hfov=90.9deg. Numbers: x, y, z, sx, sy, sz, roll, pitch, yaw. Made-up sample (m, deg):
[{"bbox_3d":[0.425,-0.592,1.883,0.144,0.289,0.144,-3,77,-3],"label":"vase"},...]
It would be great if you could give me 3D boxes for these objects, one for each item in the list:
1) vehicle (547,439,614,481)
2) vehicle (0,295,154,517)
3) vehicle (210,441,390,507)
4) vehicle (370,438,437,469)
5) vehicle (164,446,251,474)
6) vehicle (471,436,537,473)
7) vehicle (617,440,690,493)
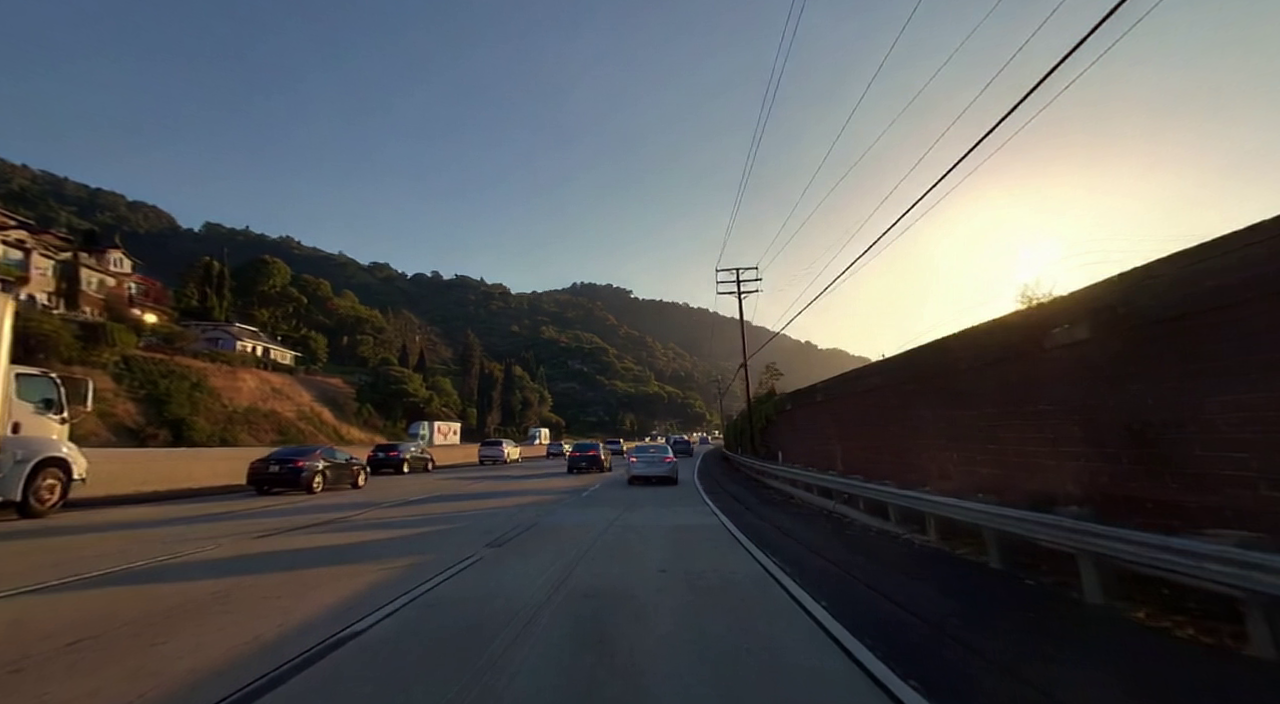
[{"bbox_3d":[-2.485,4.663,27.593,2.121,1.639,4.383,-1,-8,5],"label":"vehicle"},{"bbox_3d":[-13.435,0.655,9.220,3.161,4.024,11.136,-1,-8,4],"label":"vehicle"},{"bbox_3d":[-8.605,3.090,16.547,1.959,1.469,4.450,-1,-8,5],"label":"vehicle"},{"bbox_3d":[-14.590,6.262,39.173,2.020,1.790,4.563,-1,-8,5],"label":"vehicle"},{"bbox_3d":[-24.183,6.001,35.422,1.808,1.461,4.066,-1,-8,3],"label":"vehicle"},{"bbox_3d":[-7.097,5.409,33.499,2.080,1.833,4.461,-1,-8,6],"label":"vehicle"},{"bbox_3d":[0.509,3.611,20.301,2.109,1.495,3.935,-1,-8,3],"label":"vehicle"}]
